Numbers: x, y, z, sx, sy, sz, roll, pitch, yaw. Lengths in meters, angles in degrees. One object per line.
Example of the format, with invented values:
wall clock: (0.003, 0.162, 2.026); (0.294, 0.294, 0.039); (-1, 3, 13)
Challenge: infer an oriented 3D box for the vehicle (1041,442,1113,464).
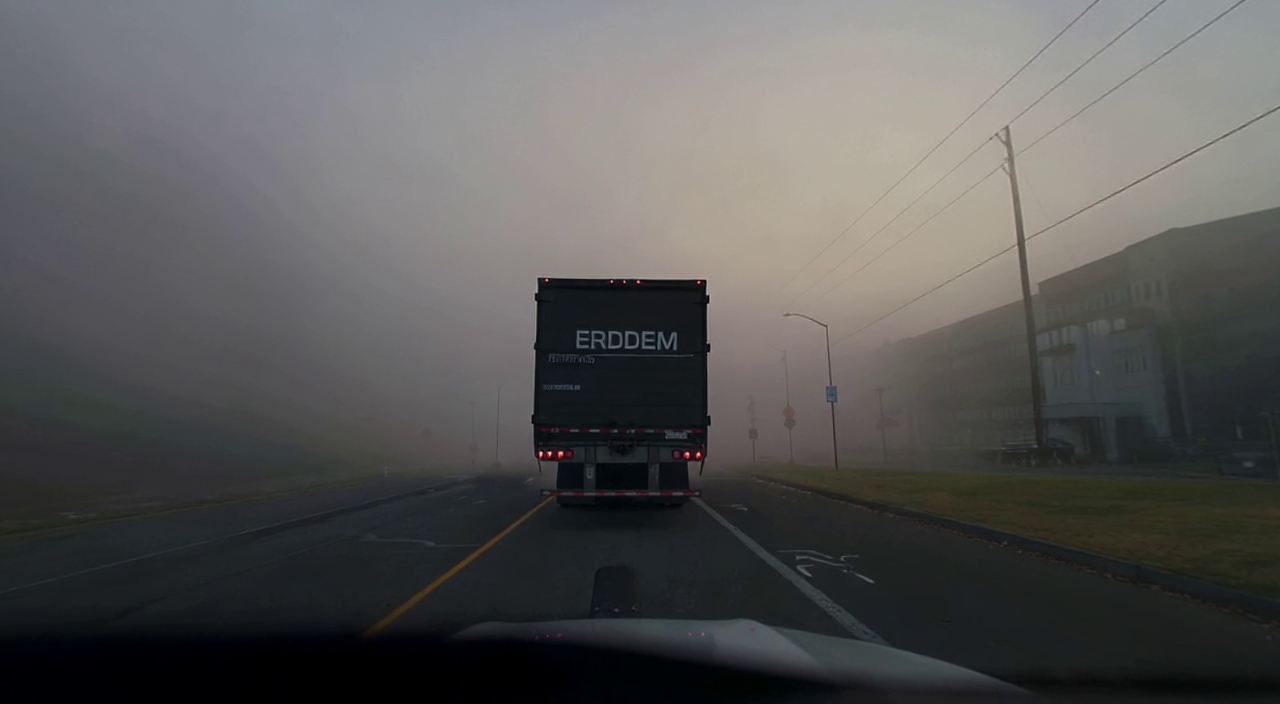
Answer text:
vehicle: (31.364, 7.220, 45.162); (1.652, 1.423, 3.797); (5, -9, -35)

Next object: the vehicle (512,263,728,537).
vehicle: (-0.196, 1.228, 13.240); (2.876, 3.724, 9.351); (-1, -8, 1)
